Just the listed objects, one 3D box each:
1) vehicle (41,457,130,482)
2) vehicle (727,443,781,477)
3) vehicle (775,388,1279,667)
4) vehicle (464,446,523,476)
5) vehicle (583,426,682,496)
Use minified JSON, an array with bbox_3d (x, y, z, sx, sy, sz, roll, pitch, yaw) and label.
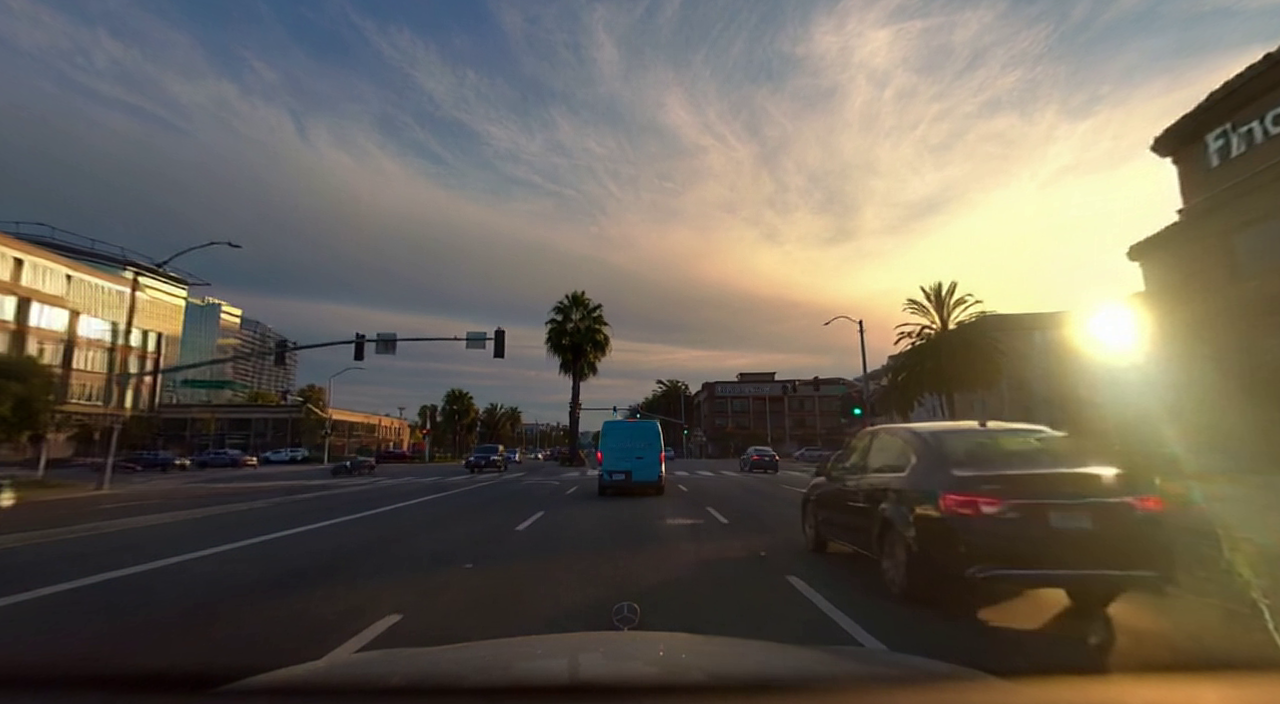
[{"bbox_3d":[-41.142,8.701,46.941,4.485,1.732,2.120,0,-9,-1],"label":"vehicle"},{"bbox_3d":[6.067,5.796,34.197,1.931,1.692,4.267,0,-9,-3],"label":"vehicle"},{"bbox_3d":[3.225,1.463,6.495,2.462,1.736,4.899,0,-9,-2],"label":"vehicle"},{"bbox_3d":[-8.637,6.330,36.976,2.109,1.653,4.681,4,-10,-28],"label":"vehicle"},{"bbox_3d":[-0.326,3.589,21.245,2.848,1.991,5.706,0,-9,-2],"label":"vehicle"}]
